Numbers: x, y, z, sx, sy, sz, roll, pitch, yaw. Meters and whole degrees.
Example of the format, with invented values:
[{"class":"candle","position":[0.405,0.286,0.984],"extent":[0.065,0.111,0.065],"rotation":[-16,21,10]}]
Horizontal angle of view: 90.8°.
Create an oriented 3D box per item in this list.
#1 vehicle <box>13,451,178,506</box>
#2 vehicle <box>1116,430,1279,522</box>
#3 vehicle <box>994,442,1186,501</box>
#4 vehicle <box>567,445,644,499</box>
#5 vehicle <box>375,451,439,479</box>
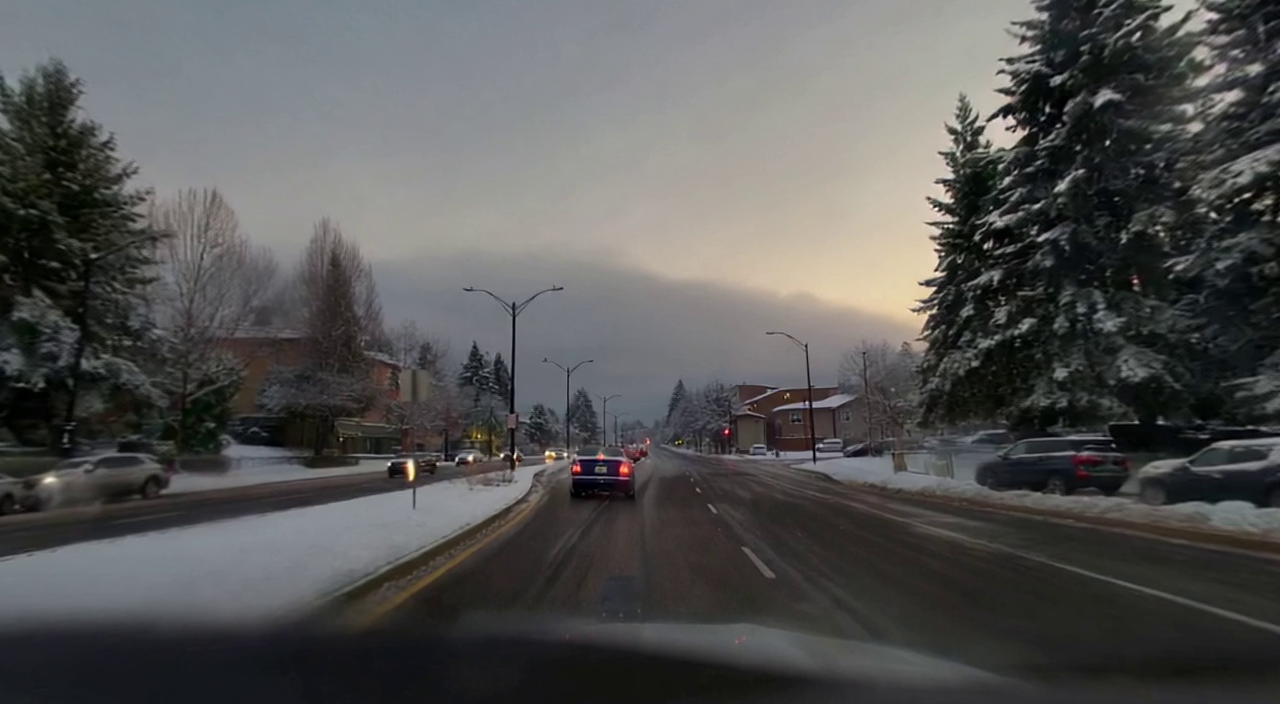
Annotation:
[{"class":"vehicle","position":[-20.572,4.762,24.249],"extent":[2.103,1.824,4.755],"rotation":[0,-9,-1]},{"class":"vehicle","position":[12.470,2.441,12.737],"extent":[1.985,1.626,4.824],"rotation":[0,-9,1]},{"class":"vehicle","position":[12.482,3.327,18.007],"extent":[2.062,1.442,4.533],"rotation":[0,-9,-1]},{"class":"vehicle","position":[-1.074,3.663,19.723],"extent":[2.144,1.447,4.421],"rotation":[0,-9,-3]},{"class":"vehicle","position":[-13.256,6.436,36.224],"extent":[1.882,1.475,4.522],"rotation":[0,-9,1]}]
